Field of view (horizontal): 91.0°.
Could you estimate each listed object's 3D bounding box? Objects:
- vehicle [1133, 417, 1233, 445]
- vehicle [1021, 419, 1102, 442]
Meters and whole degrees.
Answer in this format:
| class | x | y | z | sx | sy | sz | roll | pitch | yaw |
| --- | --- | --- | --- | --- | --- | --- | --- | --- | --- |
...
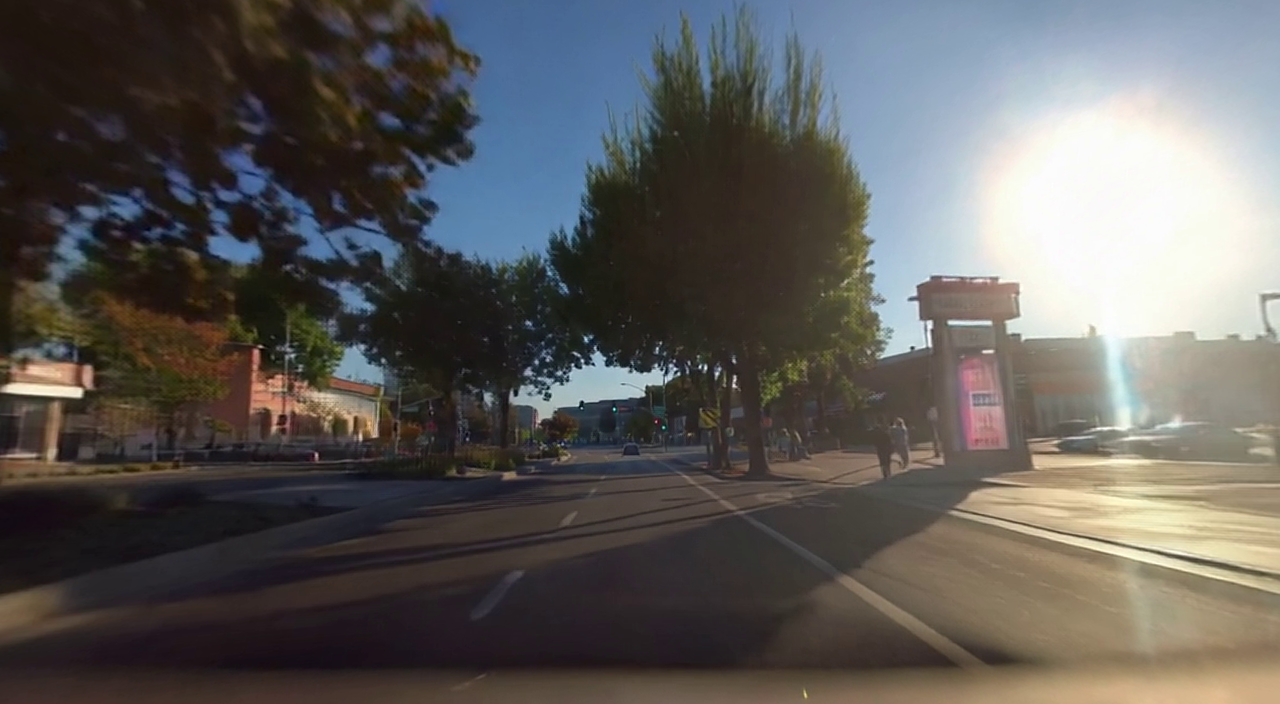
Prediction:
| class | x | y | z | sx | sy | sz | roll | pitch | yaw |
| --- | --- | --- | --- | --- | --- | --- | --- | --- | --- |
| vehicle | 31.765 | 4.641 | 36.922 | 4.051 | 1.611 | 1.944 | 0 | -8 | -2 |
| vehicle | 32.315 | 6.048 | 48.379 | 4.763 | 1.725 | 2.082 | 0 | -8 | -2 |
